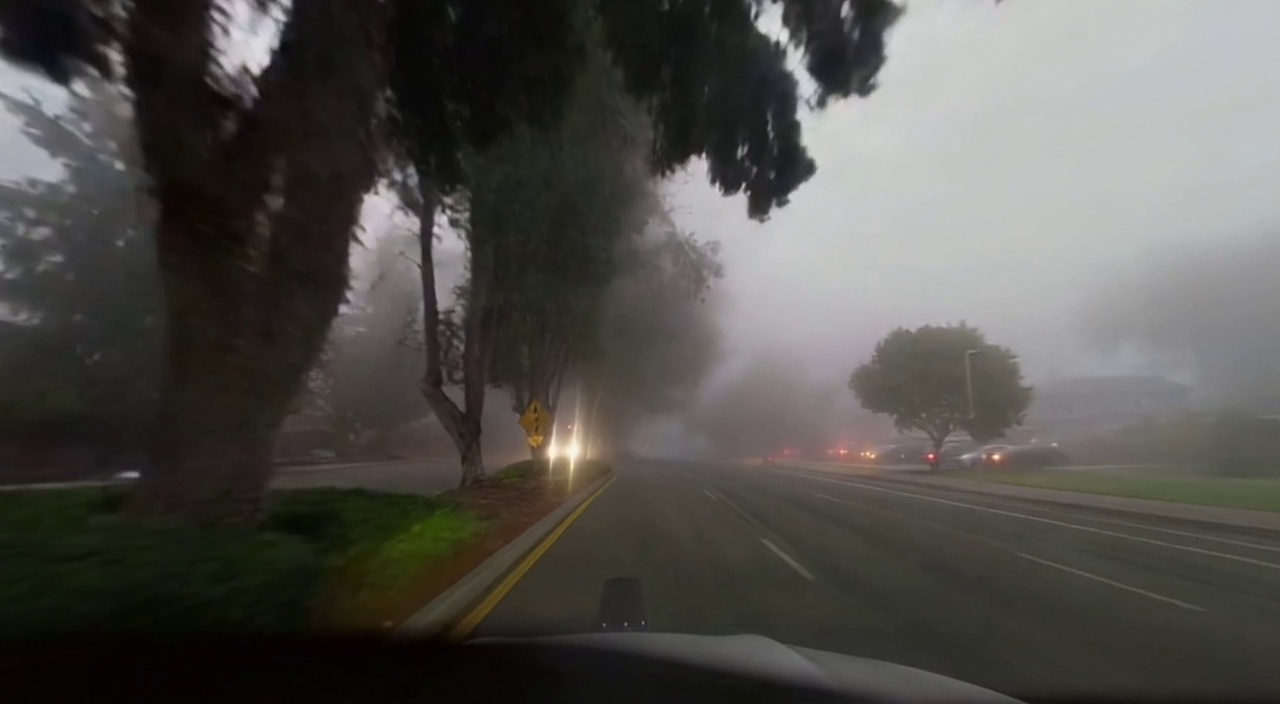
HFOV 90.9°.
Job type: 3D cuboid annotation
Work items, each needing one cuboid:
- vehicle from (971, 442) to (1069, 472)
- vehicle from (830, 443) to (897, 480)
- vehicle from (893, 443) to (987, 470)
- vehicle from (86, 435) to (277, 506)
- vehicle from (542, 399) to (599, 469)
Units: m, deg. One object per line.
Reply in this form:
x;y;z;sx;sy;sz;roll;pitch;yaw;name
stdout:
22.646;6.253;37.723;4.570;1.521;2.029;1;-8;6;vehicle
11.448;5.608;32.614;1.976;1.780;4.352;0;-8;1;vehicle
20.224;7.047;42.655;5.184;1.713;2.210;0;-8;0;vehicle
-14.194;3.674;20.080;2.145;1.937;5.203;0;-8;0;vehicle
-3.924;4.739;36.394;3.008;3.786;3.422;0;-8;-2;vehicle
